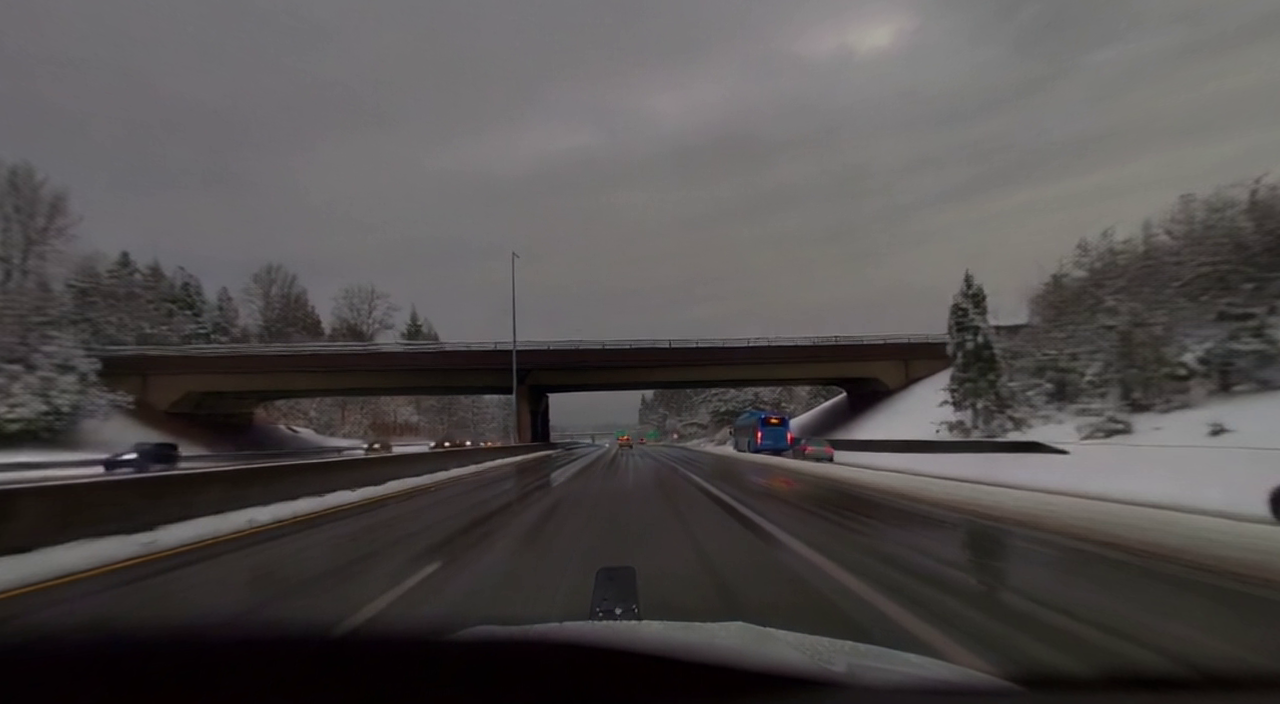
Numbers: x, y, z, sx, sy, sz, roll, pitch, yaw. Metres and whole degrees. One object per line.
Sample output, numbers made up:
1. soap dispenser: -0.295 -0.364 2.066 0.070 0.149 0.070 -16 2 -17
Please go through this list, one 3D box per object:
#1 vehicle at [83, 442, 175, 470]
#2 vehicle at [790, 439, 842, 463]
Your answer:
1. vehicle: -29.080 5.916 35.940 1.743 1.429 4.050 0 -8 1
2. vehicle: 10.648 5.981 38.323 1.866 1.359 4.218 0 -8 -2
